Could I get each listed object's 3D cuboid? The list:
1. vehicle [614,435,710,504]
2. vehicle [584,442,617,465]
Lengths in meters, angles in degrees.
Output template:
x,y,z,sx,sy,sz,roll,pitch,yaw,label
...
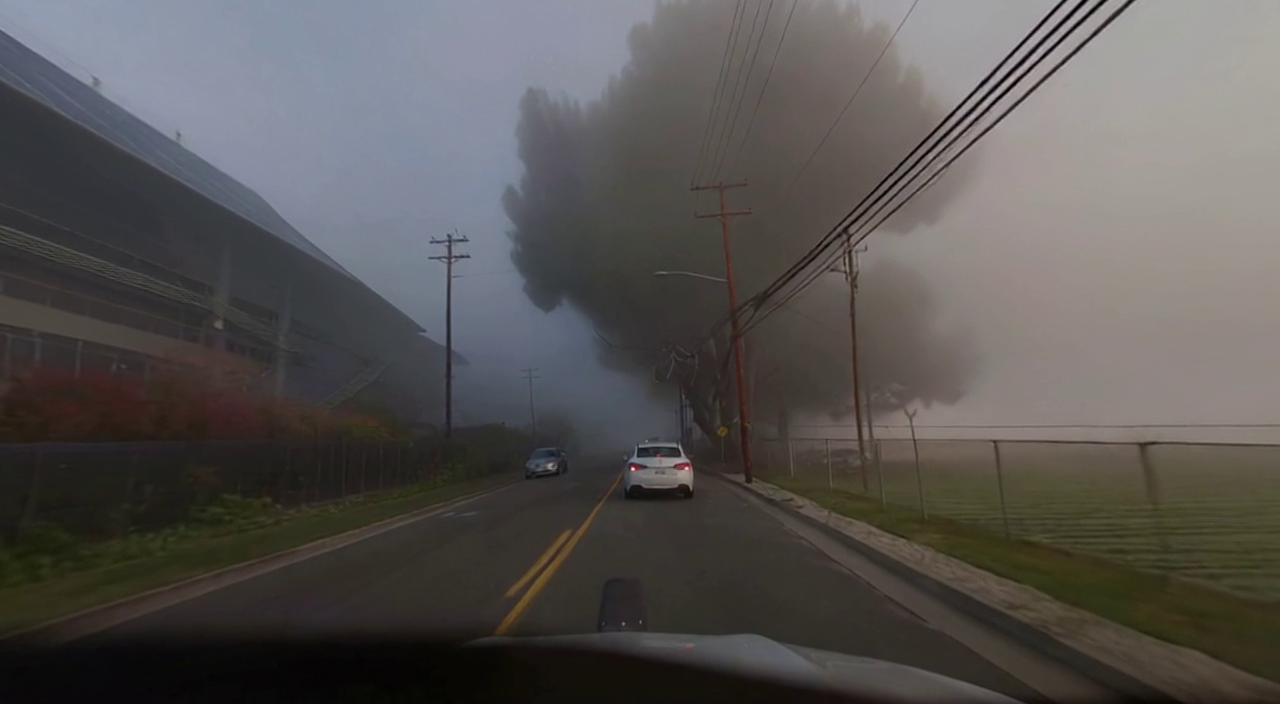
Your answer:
x,y,z,sx,sy,sz,roll,pitch,yaw,label
0.492,2.830,15.667,2.060,1.487,3.920,0,-8,1,vehicle
-2.972,7.711,48.169,2.086,1.536,4.294,-5,-8,0,vehicle
